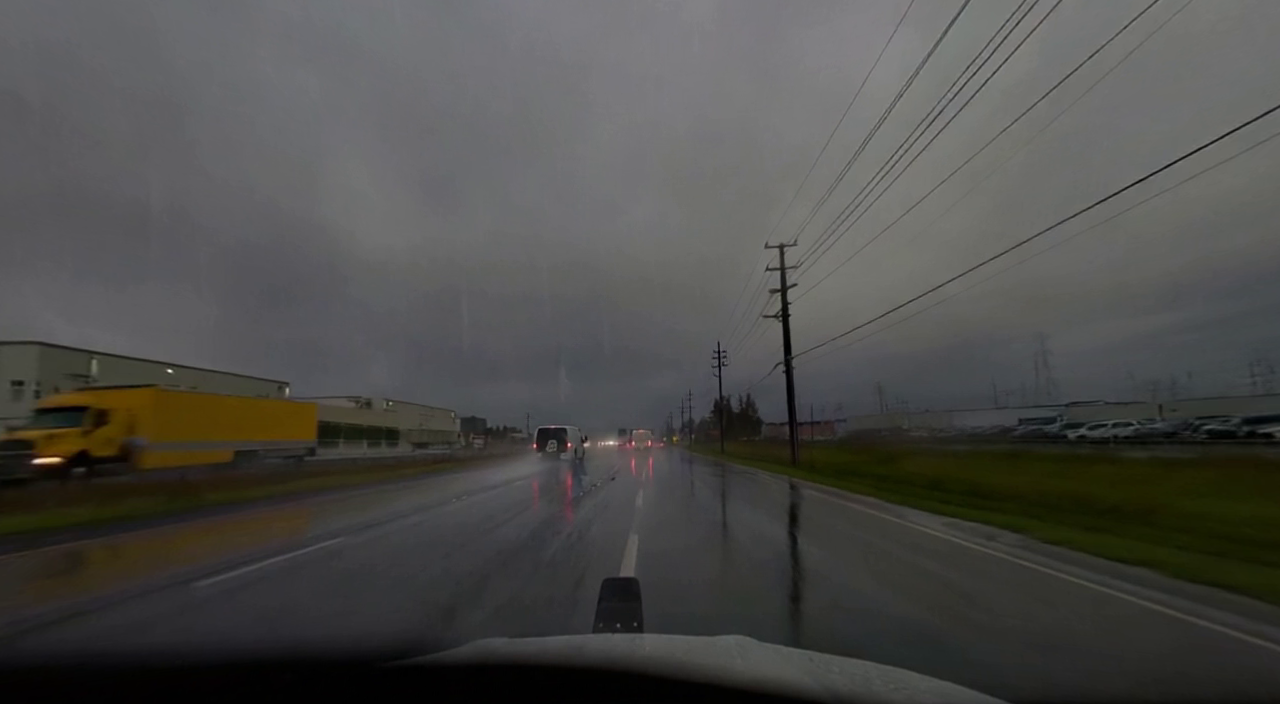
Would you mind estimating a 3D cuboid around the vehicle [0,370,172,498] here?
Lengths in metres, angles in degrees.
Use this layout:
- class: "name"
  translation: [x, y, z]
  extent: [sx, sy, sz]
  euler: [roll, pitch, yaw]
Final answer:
- class: "vehicle"
  translation: [-18.605, 2.694, 20.768]
  extent: [3.154, 3.819, 3.765]
  euler: [0, -7, 0]

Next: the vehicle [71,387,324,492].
- class: "vehicle"
  translation: [-18.440, 3.832, 27.869]
  extent: [2.816, 3.644, 11.322]
  euler: [0, -8, 1]

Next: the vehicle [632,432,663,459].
- class: "vehicle"
  translation: [0.534, 7.131, 48.125]
  extent: [2.213, 1.997, 4.456]
  euler: [0, -8, -1]

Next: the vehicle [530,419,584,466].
- class: "vehicle"
  translation: [-5.090, 5.664, 39.644]
  extent: [2.437, 2.677, 6.858]
  euler: [0, -8, 0]
